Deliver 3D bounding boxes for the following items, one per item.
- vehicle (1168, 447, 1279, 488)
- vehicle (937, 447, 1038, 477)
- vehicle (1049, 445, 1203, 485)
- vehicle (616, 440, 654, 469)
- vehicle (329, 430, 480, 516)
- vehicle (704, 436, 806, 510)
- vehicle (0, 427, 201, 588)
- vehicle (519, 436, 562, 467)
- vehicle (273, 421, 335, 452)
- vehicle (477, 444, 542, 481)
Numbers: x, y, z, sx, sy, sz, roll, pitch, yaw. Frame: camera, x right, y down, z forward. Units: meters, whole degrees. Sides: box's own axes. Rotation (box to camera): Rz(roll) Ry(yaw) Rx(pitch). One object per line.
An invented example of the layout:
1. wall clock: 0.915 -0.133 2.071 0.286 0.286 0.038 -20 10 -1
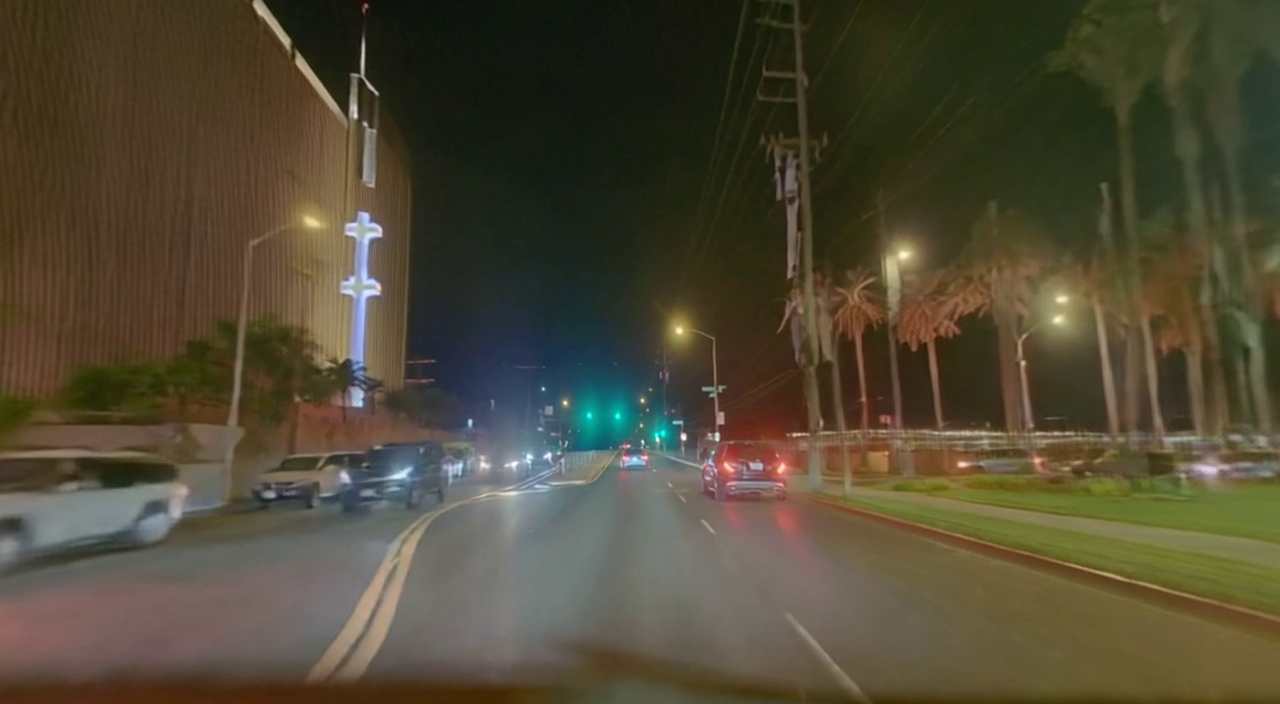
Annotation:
1. vehicle: 25.264 4.878 26.885 3.611 1.590 2.171 0 -8 0
2. vehicle: 20.332 6.448 37.114 4.540 1.386 2.337 -4 -9 -1
3. vehicle: 20.542 4.778 26.892 4.673 1.592 2.193 -1 -8 2
4. vehicle: -0.315 6.209 38.503 2.196 1.655 3.939 0 -8 -1
5. vehicle: -5.881 3.057 16.572 2.106 1.890 4.783 0 -8 0
6. vehicle: 3.166 3.414 18.327 1.995 1.858 4.333 0 -8 -2
7. vehicle: -8.807 2.110 9.111 2.037 1.939 3.958 0 -8 0
8. vehicle: -6.429 6.489 41.416 2.138 1.858 4.788 0 -8 -1
9. vehicle: -21.693 5.449 40.730 3.716 1.517 1.826 3 -7 35
10. vehicle: -6.064 5.172 29.897 2.168 1.572 4.635 0 -8 -1
